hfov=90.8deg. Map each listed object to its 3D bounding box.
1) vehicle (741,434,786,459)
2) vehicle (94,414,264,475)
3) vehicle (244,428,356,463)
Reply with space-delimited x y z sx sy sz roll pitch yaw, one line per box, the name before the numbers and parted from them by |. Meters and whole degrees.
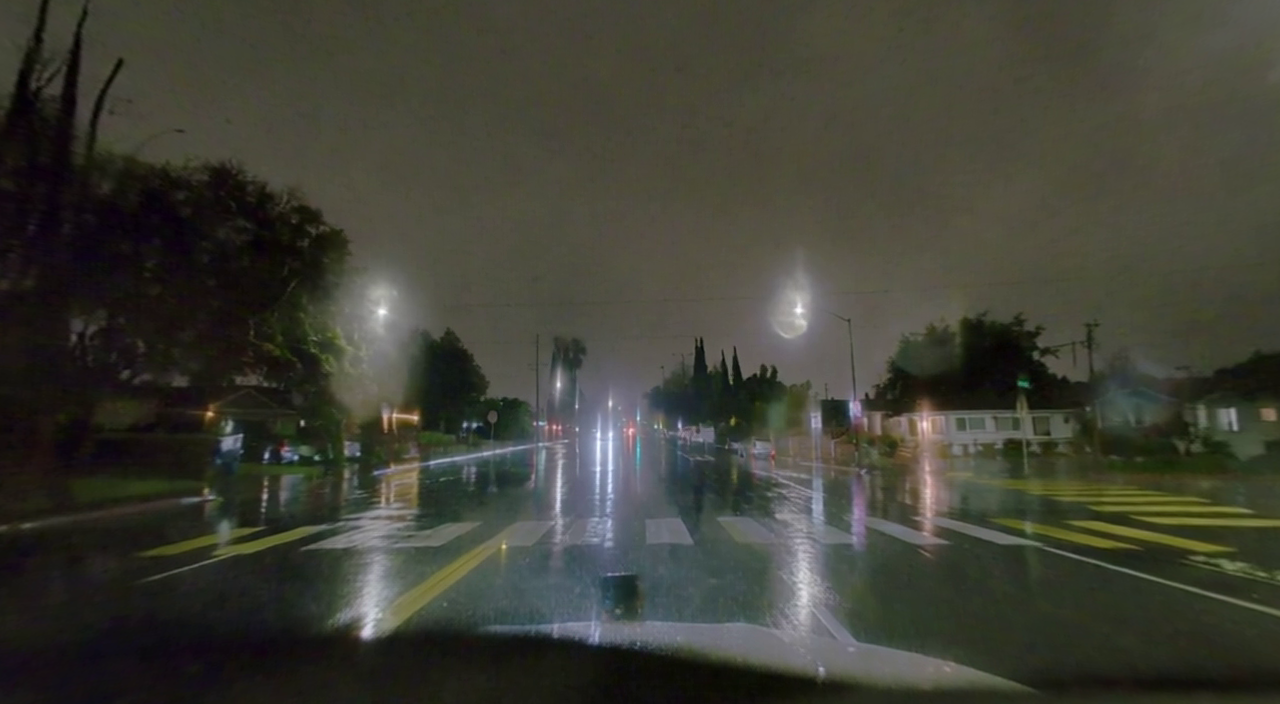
vehicle | 7.996 6.167 41.273 2.029 1.554 4.705 0 -9 1
vehicle | -17.939 3.622 24.814 4.800 2.259 2.303 0 -9 0
vehicle | -17.961 4.950 33.496 4.743 1.734 1.994 0 -9 0
